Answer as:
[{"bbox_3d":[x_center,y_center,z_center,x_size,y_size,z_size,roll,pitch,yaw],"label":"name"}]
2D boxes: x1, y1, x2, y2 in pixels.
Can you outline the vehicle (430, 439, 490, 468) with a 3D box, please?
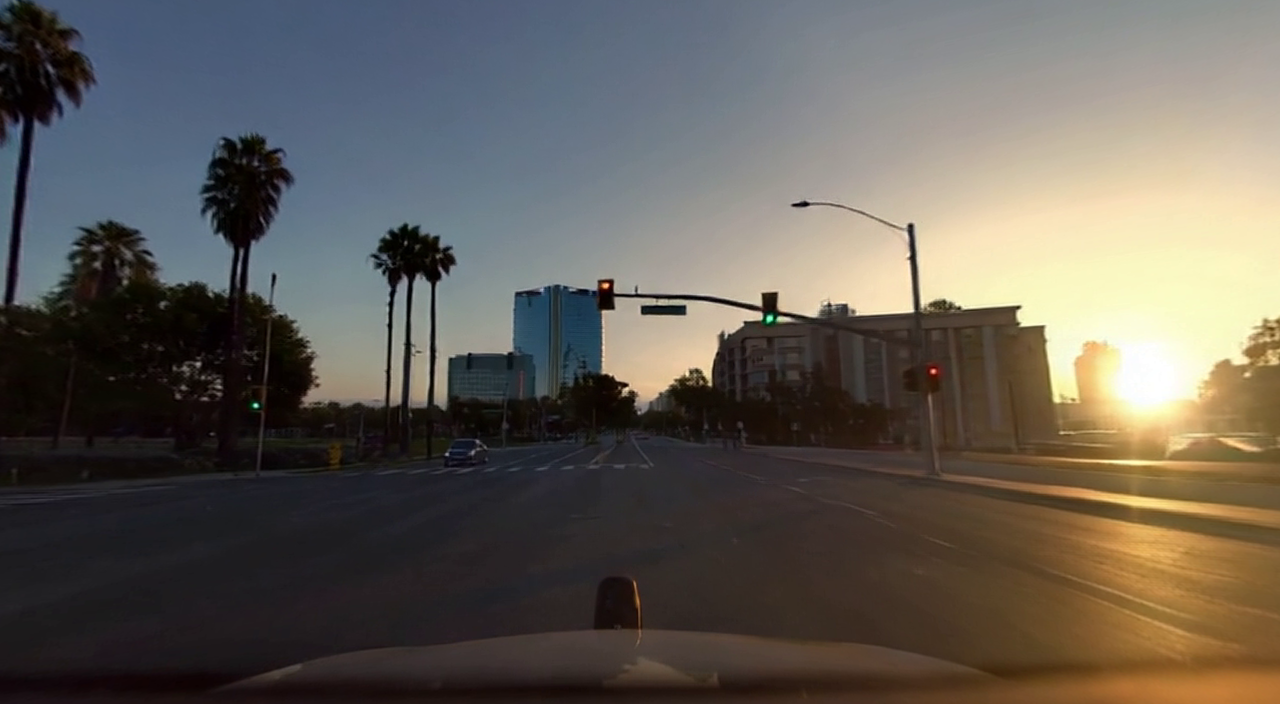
[{"bbox_3d":[-9.912,5.599,35.112,2.149,1.477,4.186,0,-8,-1],"label":"vehicle"}]
